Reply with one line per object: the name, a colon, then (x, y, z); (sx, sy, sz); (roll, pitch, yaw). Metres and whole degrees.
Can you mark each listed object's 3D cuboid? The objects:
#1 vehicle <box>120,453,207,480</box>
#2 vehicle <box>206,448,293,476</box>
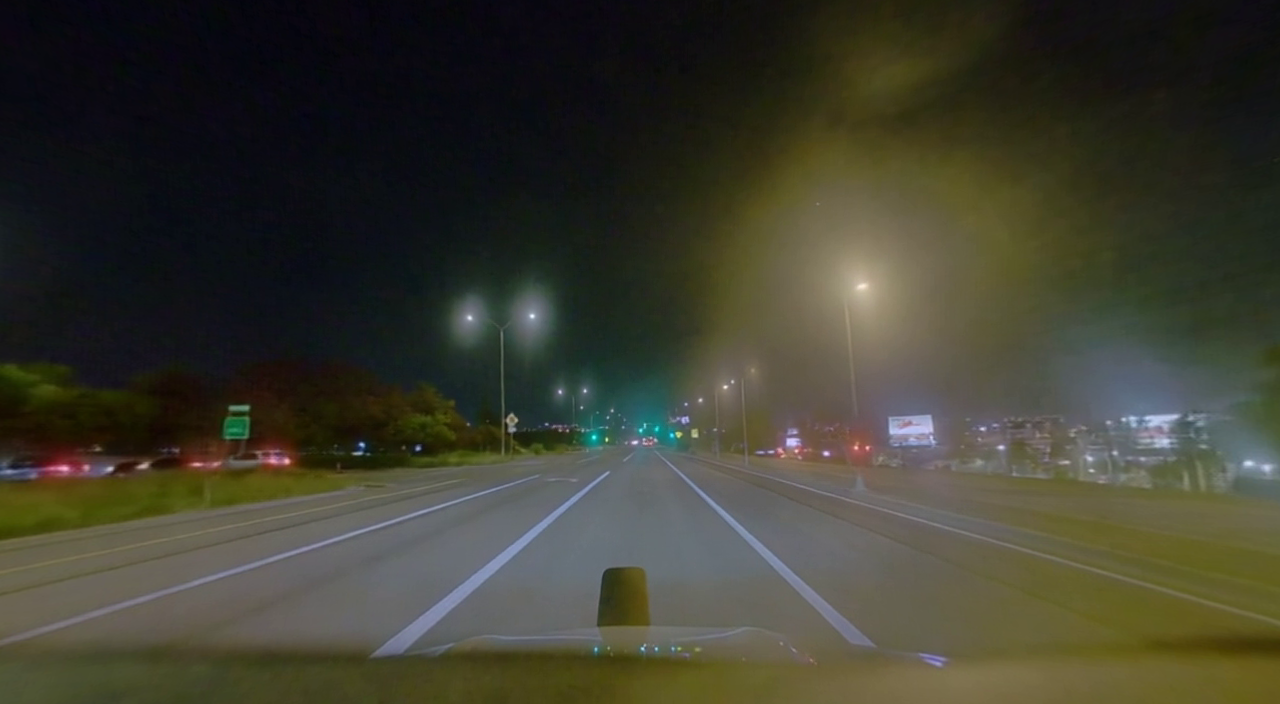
vehicle: (-31.566, 7.572, 41.819); (4.260, 1.498, 1.850); (-3, -8, -1)
vehicle: (-25.705, 7.223, 41.549); (4.495, 1.641, 1.966); (-2, -8, 3)
